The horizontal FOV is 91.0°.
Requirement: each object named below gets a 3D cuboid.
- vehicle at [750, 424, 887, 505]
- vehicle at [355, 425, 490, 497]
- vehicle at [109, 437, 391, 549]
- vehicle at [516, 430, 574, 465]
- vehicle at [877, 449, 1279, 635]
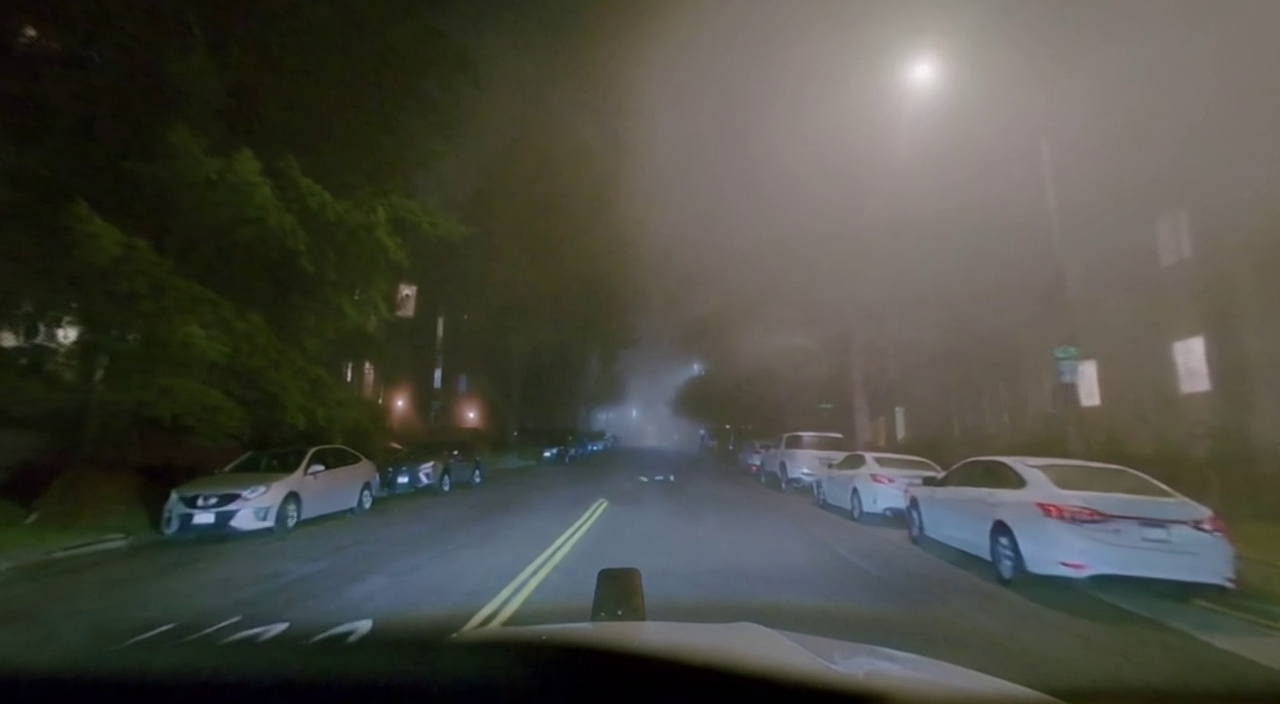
[{"bbox_3d":[4.882,3.202,18.415,2.365,1.970,6.011,0,-9,1],"label":"vehicle"},{"bbox_3d":[-6.414,3.348,19.343,2.235,1.802,5.138,-3,-10,1],"label":"vehicle"},{"bbox_3d":[-6.468,2.372,11.267,2.067,1.510,4.501,-2,-9,2],"label":"vehicle"},{"bbox_3d":[-5.563,5.770,37.570,2.384,1.781,5.492,-3,-10,2],"label":"vehicle"},{"bbox_3d":[4.542,1.860,7.358,1.977,1.410,4.744,0,-9,4],"label":"vehicle"}]
